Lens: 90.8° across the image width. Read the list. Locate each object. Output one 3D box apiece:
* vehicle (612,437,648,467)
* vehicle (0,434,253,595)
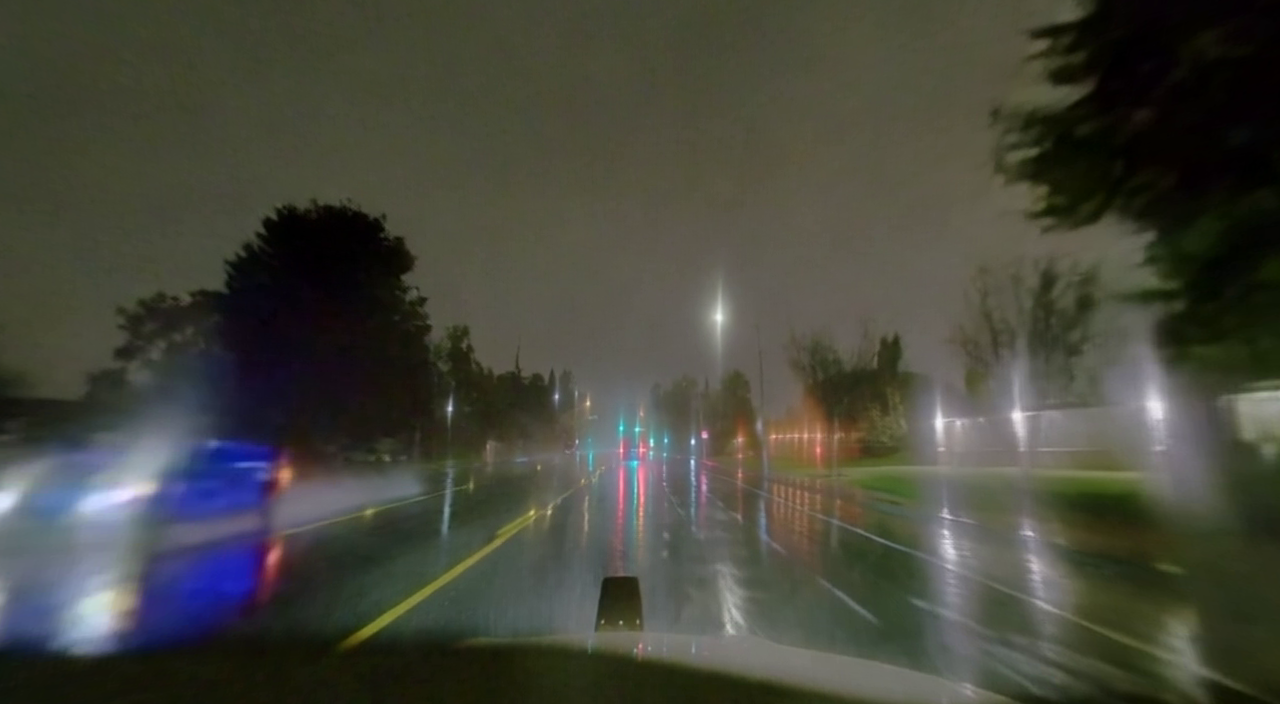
[{"bbox_3d":[-0.683,6.510,41.421,2.230,1.827,4.298,0,-8,-1],"label":"vehicle"},{"bbox_3d":[-7.253,1.889,8.223,1.967,1.571,3.853,0,-8,0],"label":"vehicle"}]
